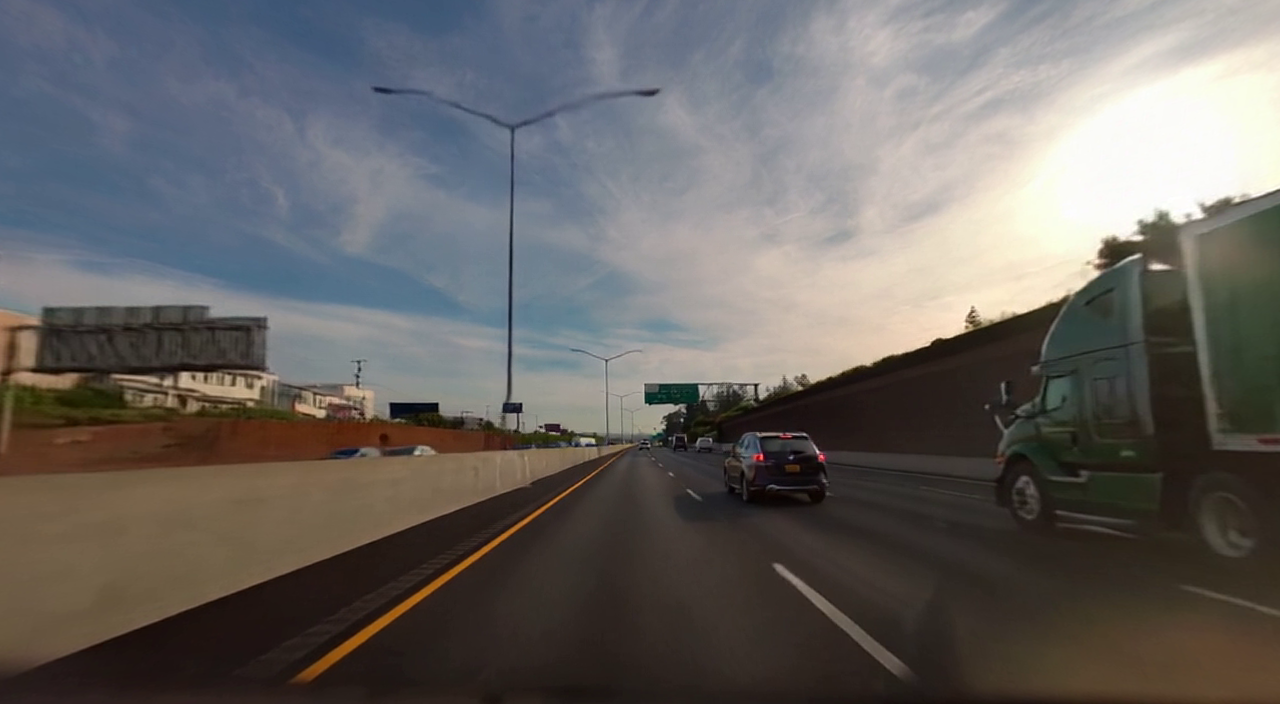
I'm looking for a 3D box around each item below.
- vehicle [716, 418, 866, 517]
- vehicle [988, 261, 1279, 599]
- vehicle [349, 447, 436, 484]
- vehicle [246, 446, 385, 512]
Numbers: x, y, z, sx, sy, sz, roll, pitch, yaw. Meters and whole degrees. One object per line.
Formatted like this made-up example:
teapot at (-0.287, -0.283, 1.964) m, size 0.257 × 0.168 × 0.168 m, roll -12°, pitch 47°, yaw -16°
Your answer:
vehicle at (2.916, 2.350, 13.321) m, size 1.973 × 1.710 × 4.476 m, roll 0°, pitch -8°, yaw -1°
vehicle at (7.118, 0.876, 6.855) m, size 3.054 × 2.924 × 6.178 m, roll 0°, pitch -9°, yaw 0°
vehicle at (-10.967, 5.044, 28.360) m, size 2.140 × 1.485 × 4.360 m, roll 0°, pitch -9°, yaw 0°
vehicle at (-7.640, 2.981, 15.227) m, size 1.554 × 1.386 × 3.320 m, roll 0°, pitch -8°, yaw 0°
